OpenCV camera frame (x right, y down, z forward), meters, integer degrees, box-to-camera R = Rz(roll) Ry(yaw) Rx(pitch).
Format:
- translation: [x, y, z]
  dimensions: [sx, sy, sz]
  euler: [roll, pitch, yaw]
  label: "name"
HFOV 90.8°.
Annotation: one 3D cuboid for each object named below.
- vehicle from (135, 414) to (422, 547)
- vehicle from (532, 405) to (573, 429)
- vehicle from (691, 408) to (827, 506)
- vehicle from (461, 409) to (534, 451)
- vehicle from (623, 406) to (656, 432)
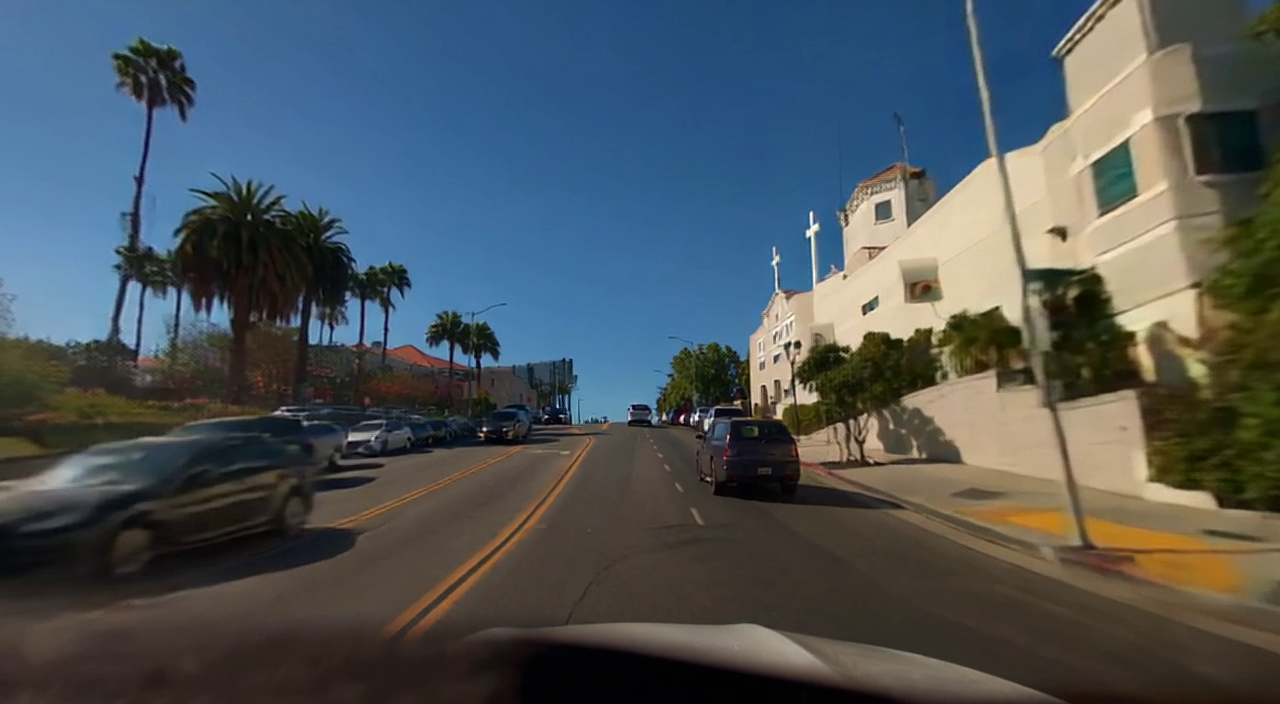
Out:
- translation: [-5.872, 2.142, 11.230]
  dimensions: [2.295, 1.837, 4.680]
  euler: [0, -8, 0]
  label: "vehicle"
- translation: [-6.141, 4.647, 45.029]
  dimensions: [2.153, 1.469, 4.939]
  euler: [0, -8, 0]
  label: "vehicle"
- translation: [2.466, 2.340, 14.358]
  dimensions: [1.995, 1.858, 4.333]
  euler: [1, -8, -4]
  label: "vehicle"
- translation: [-6.114, 3.473, 27.727]
  dimensions: [2.171, 1.676, 4.523]
  euler: [0, -8, 0]
  label: "vehicle"
- translation: [-0.028, 4.676, 43.802]
  dimensions: [2.196, 1.655, 3.939]
  euler: [0, -8, 1]
  label: "vehicle"
